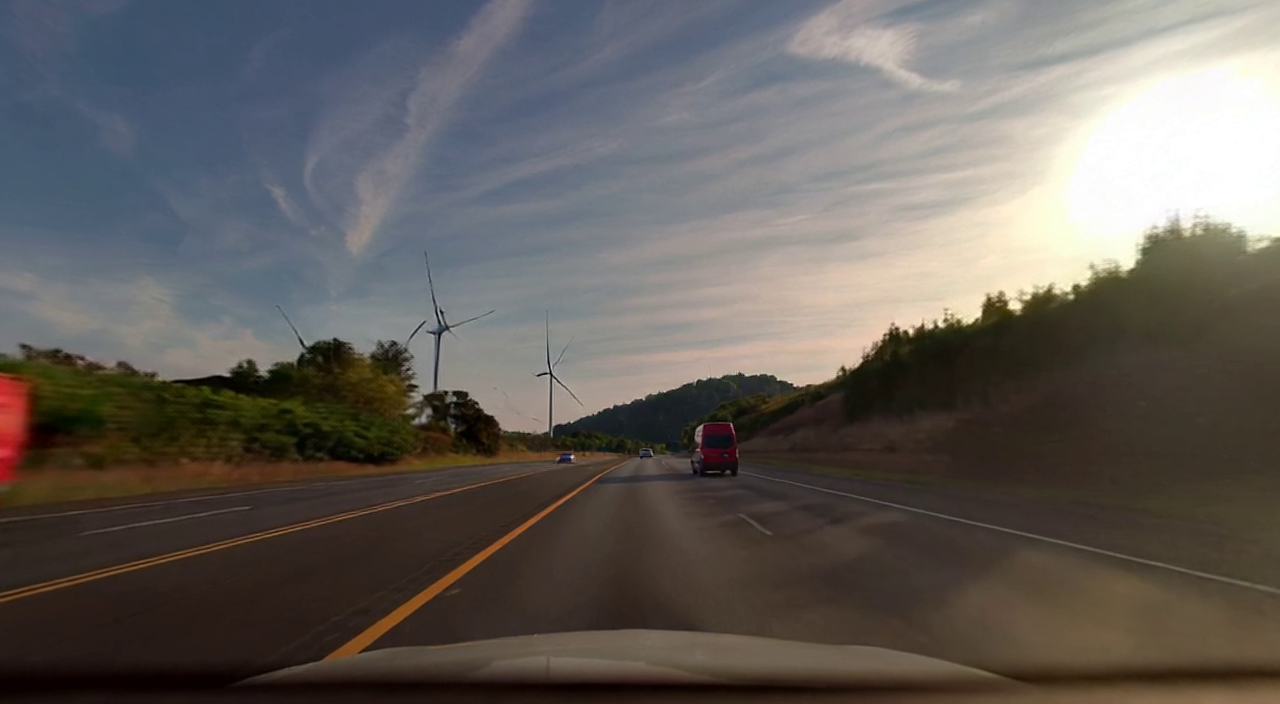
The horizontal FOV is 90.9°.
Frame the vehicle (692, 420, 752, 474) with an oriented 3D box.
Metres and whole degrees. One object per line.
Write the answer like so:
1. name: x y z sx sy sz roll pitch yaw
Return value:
1. vehicle: 4.361 5.235 34.670 2.437 2.735 5.507 0 -9 -1
